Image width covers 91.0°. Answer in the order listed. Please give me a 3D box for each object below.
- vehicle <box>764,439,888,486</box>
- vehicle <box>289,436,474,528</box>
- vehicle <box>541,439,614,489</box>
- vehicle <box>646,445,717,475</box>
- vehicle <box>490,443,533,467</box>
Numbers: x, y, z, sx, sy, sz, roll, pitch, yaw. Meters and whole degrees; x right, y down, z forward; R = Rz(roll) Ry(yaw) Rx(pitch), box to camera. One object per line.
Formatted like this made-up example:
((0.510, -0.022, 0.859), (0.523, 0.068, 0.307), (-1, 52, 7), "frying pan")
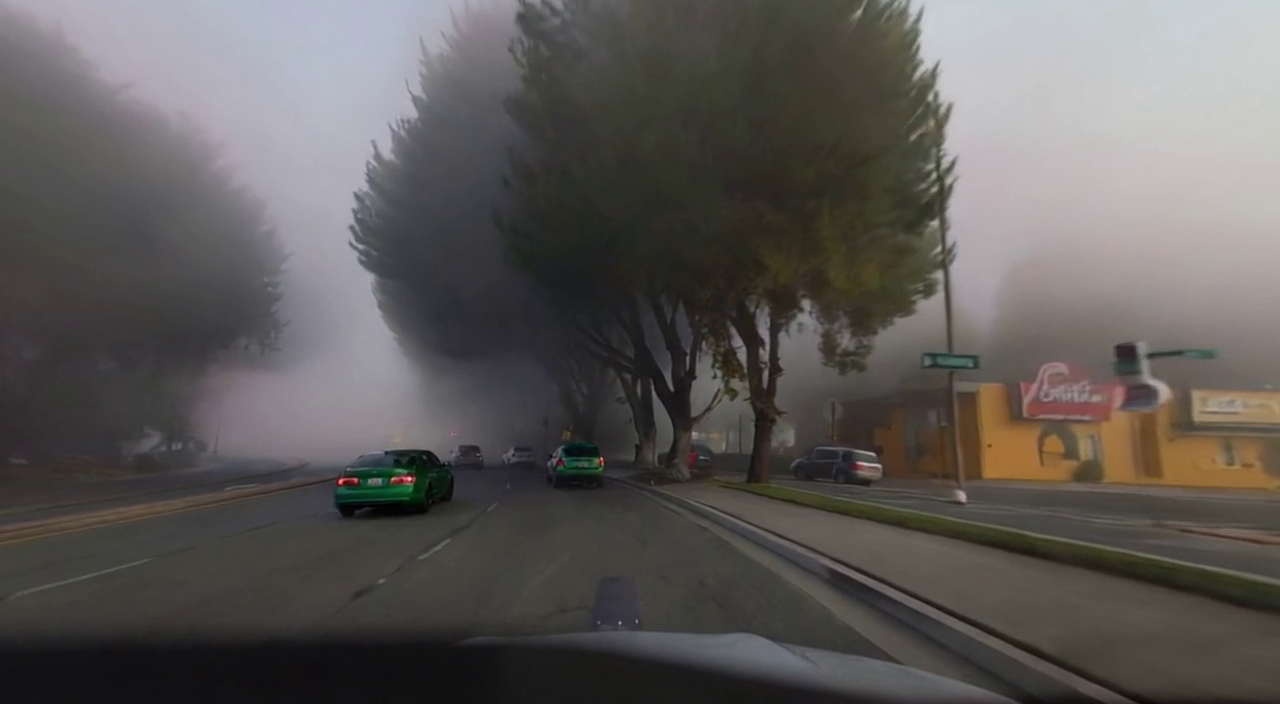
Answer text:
((7.476, 4.477, 25.858), (2.095, 1.697, 4.801), (4, -9, -27), "vehicle")
((-4.878, 2.492, 12.801), (2.105, 1.477, 4.857), (1, -8, -5), "vehicle")
((-2.227, 3.739, 21.415), (2.001, 1.483, 4.442), (2, -9, -11), "vehicle")
((2.213, 5.886, 34.669), (1.952, 1.547, 4.091), (5, -10, -29), "vehicle")
((-8.306, 6.565, 40.443), (1.920, 1.416, 4.310), (3, -9, -22), "vehicle")
